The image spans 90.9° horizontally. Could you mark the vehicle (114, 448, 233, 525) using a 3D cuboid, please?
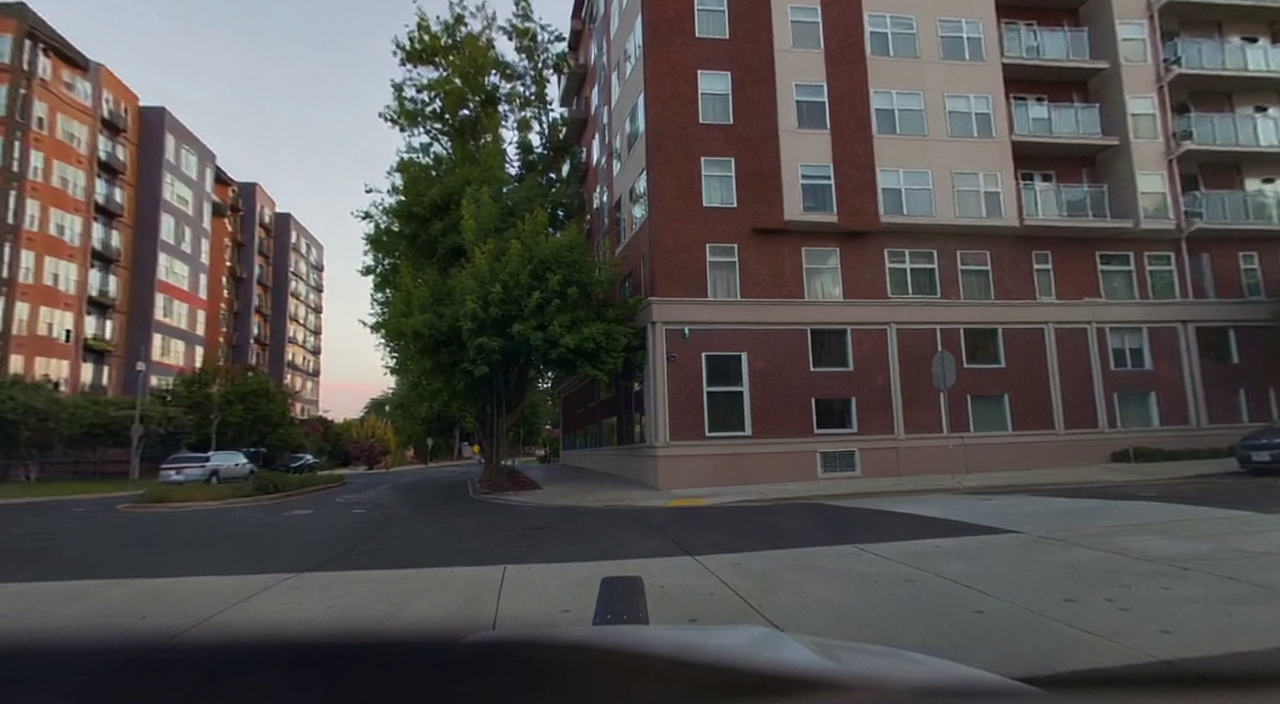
[{"bbox_3d":[-11.435,3.172,15.570,2.027,1.475,4.522,3,-9,-36],"label":"vehicle"}]

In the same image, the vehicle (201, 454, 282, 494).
[{"bbox_3d":[-17.203,5.243,27.442,1.941,1.442,4.384,1,-8,-18],"label":"vehicle"}]
